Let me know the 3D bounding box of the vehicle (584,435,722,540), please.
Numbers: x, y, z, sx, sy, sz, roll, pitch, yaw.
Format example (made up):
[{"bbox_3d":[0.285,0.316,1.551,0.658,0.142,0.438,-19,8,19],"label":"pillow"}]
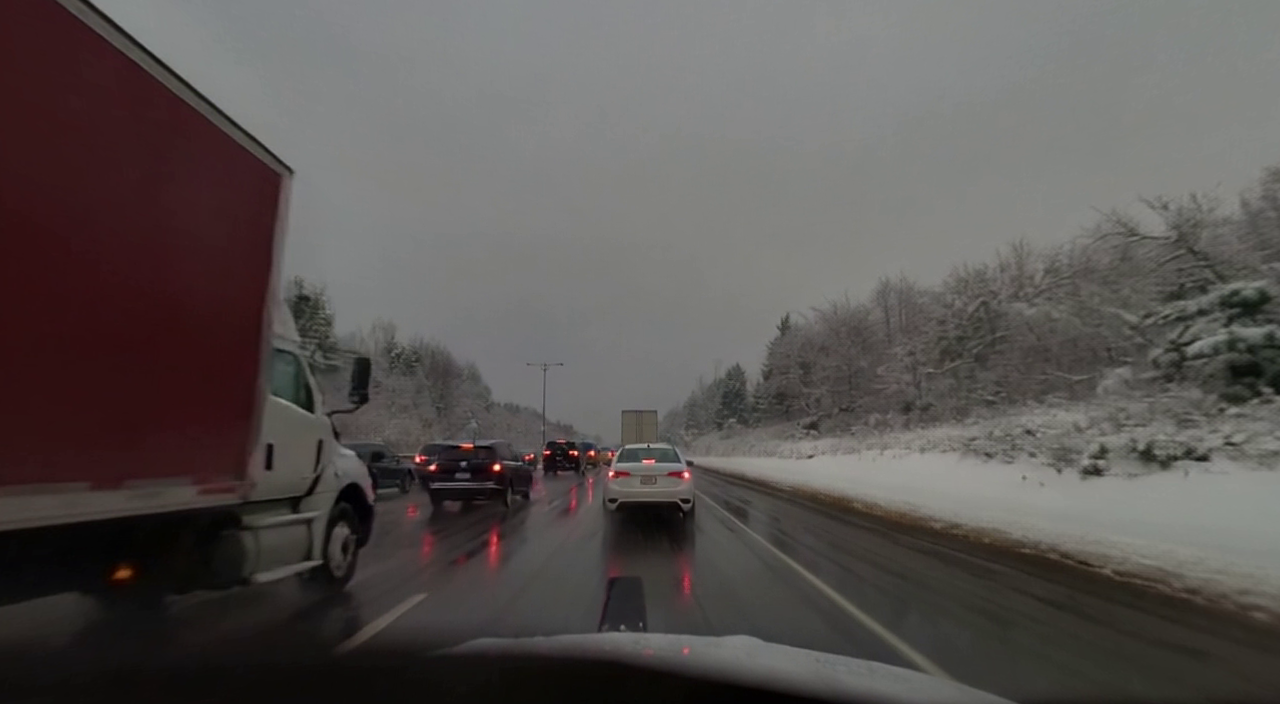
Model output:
[{"bbox_3d":[0.161,2.235,10.914,1.995,1.495,3.380,0,-9,-1],"label":"vehicle"}]

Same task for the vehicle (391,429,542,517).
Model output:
[{"bbox_3d":[-3.645,2.647,14.202,2.165,1.638,4.317,0,-9,0],"label":"vehicle"}]

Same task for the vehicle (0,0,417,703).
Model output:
[{"bbox_3d":[-3.876,0.130,2.835,2.832,3.293,7.782,0,-9,0],"label":"vehicle"}]
